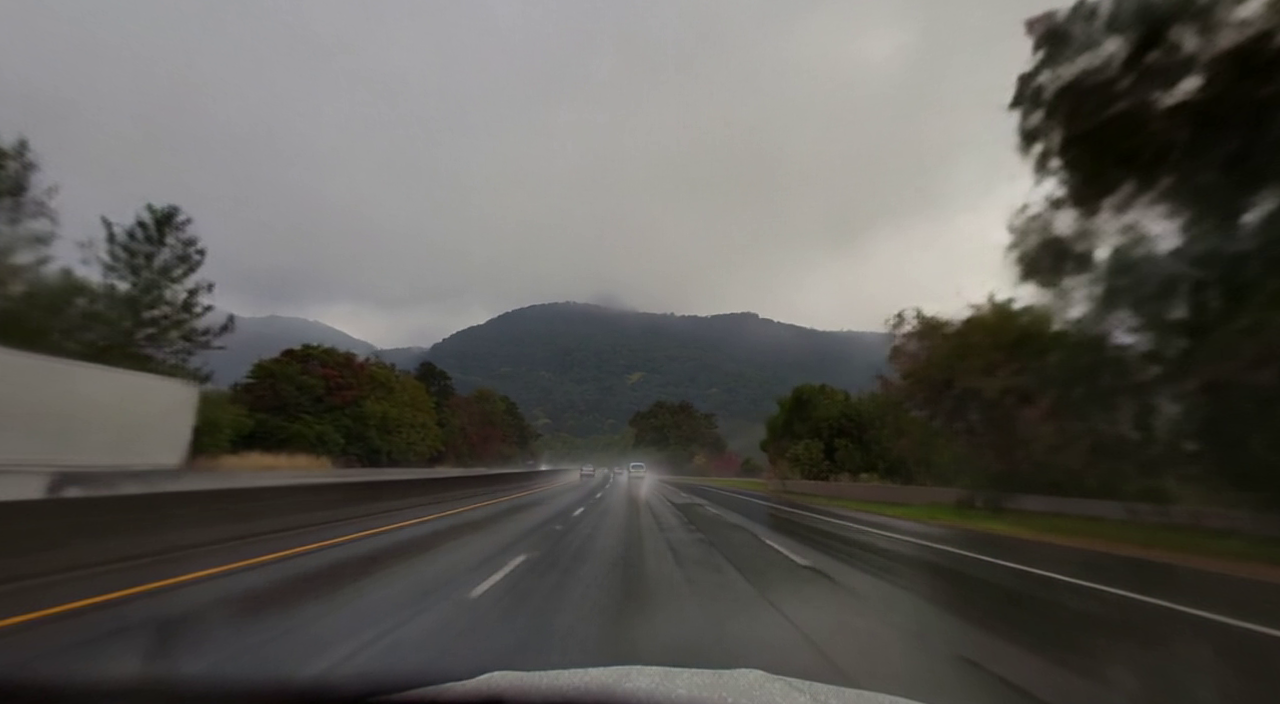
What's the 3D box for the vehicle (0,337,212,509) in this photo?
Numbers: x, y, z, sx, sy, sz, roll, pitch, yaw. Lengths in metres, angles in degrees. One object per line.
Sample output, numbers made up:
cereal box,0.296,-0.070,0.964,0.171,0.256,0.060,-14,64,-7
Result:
vehicle,-16.891,1.755,15.419,3.181,4.029,14.087,1,-11,-1
